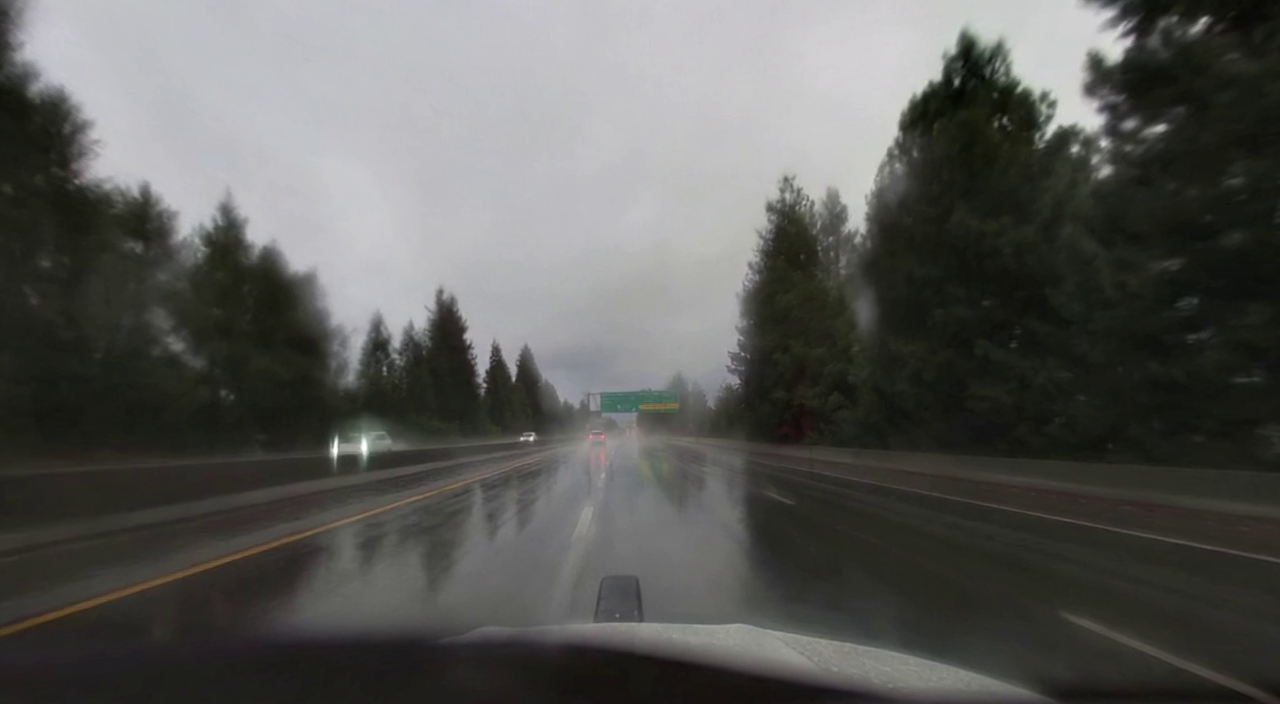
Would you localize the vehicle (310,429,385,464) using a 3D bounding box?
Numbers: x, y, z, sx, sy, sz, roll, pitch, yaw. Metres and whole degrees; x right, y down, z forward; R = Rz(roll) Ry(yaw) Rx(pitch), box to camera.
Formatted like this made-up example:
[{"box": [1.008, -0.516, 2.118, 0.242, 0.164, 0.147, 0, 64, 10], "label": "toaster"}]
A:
[{"box": [-20.730, 6.682, 45.055, 2.424, 2.291, 6.442, 0, -8, -1], "label": "vehicle"}]
